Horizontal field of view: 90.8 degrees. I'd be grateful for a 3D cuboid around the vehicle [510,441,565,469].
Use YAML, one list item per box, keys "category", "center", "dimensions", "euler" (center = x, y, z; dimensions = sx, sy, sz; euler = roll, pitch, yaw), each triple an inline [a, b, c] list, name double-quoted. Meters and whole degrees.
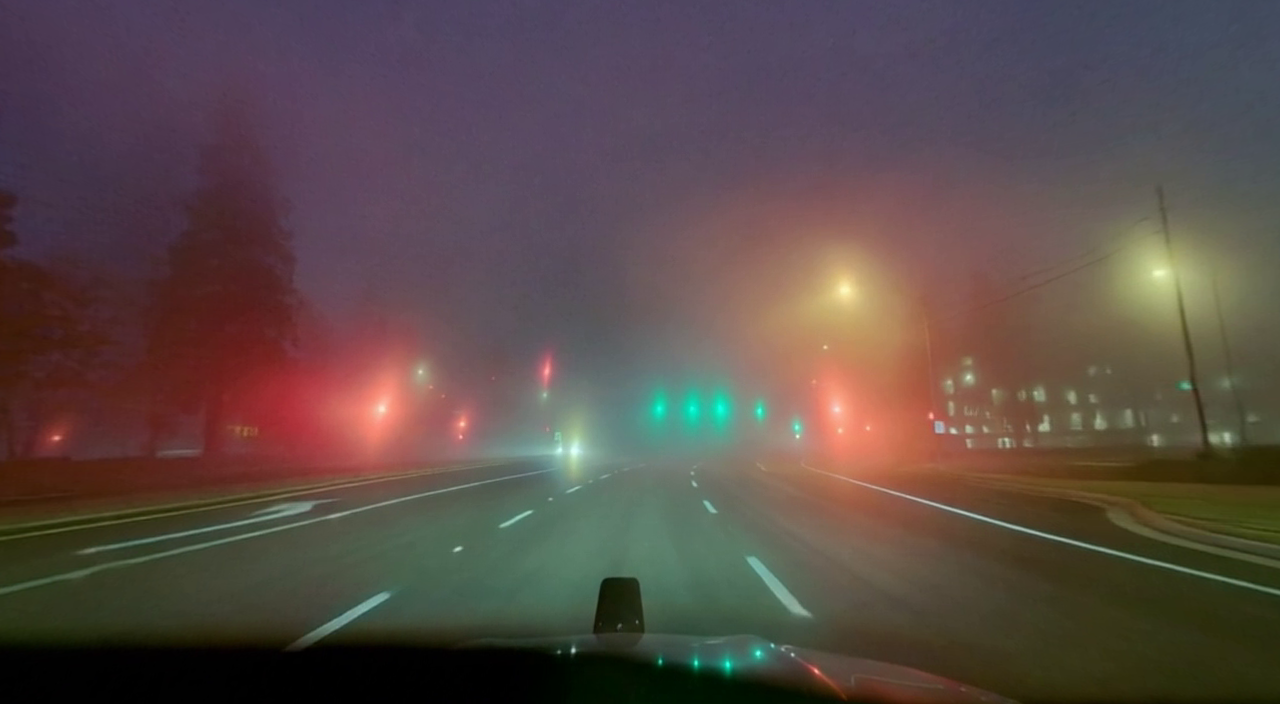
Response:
- category: "vehicle"
  center: [-5.701, 5.793, 35.724]
  dimensions: [1.893, 1.503, 4.309]
  euler: [-1, -8, 7]
